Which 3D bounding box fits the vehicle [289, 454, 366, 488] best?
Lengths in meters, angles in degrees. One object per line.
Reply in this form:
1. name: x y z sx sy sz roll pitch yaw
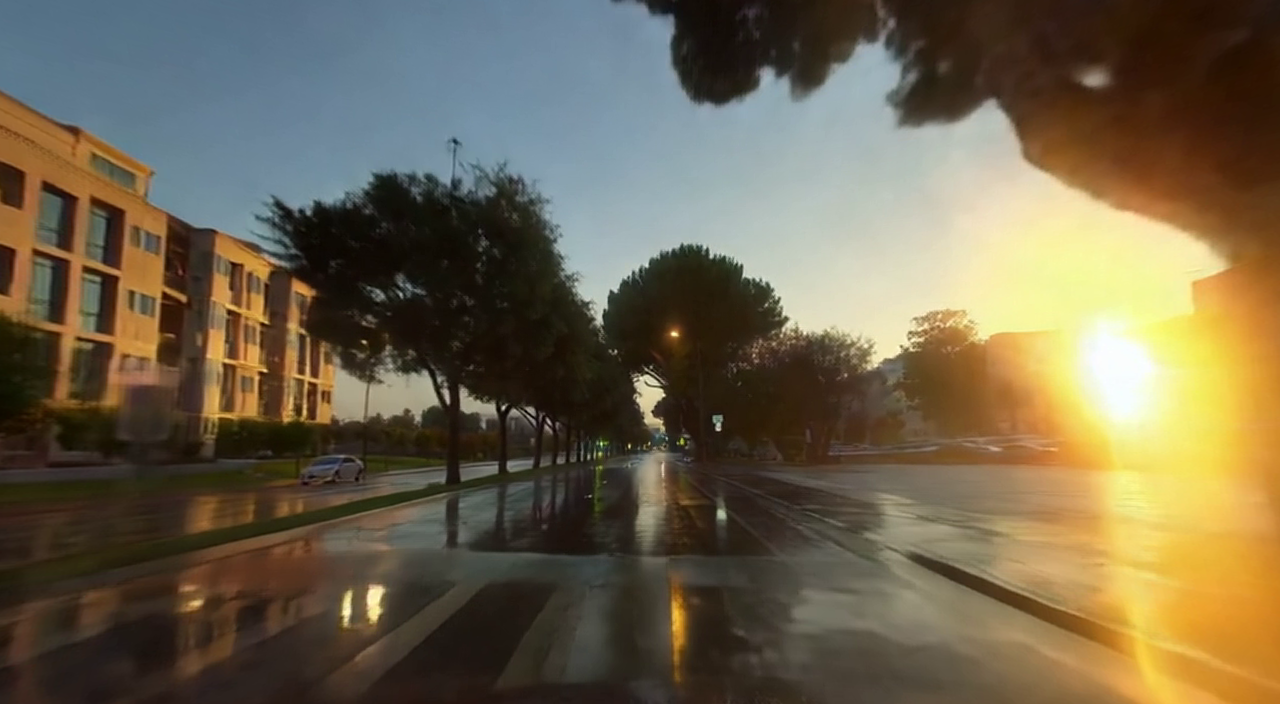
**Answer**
1. vehicle: -16.611 6.328 33.755 1.807 1.570 4.557 -2 -9 0
